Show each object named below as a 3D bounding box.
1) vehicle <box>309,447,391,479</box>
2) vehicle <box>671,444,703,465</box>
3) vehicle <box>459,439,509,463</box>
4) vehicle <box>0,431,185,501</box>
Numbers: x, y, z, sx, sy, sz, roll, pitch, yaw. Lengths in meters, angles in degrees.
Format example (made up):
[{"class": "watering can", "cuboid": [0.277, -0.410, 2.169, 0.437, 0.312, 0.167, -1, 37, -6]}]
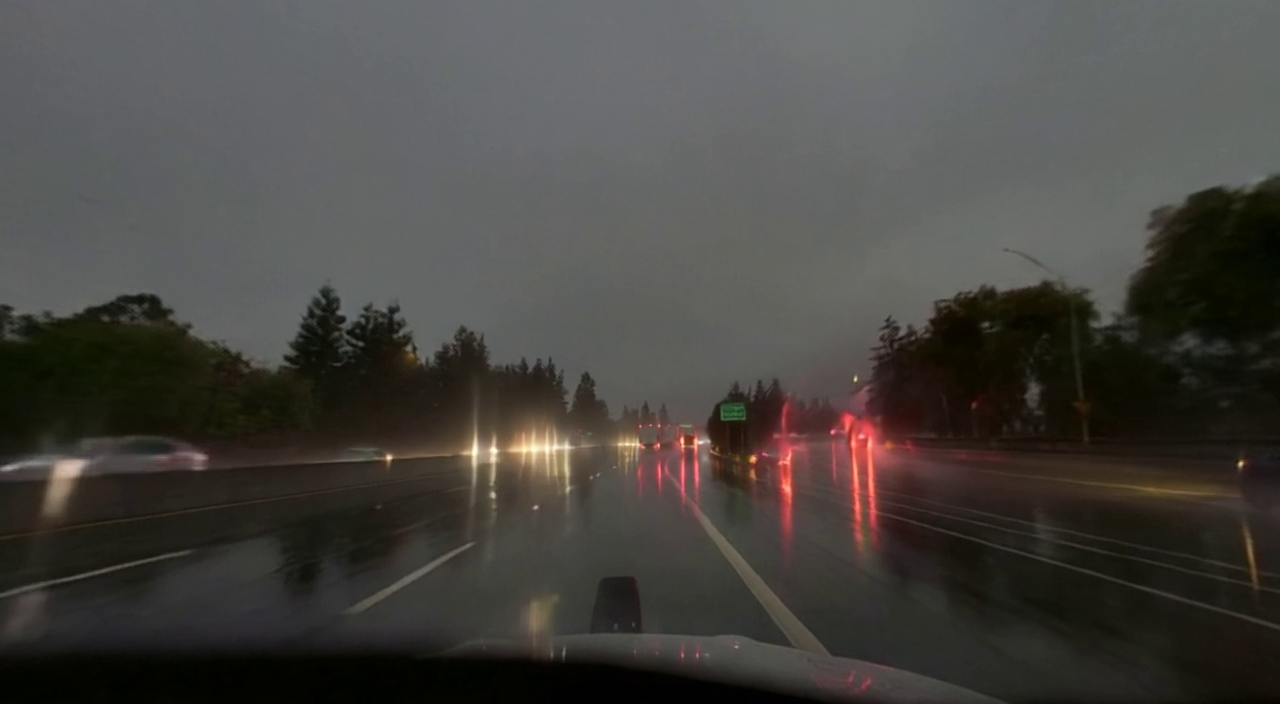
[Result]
[{"class": "vehicle", "cuboid": [-14.525, 5.544, 31.924, 1.830, 1.457, 4.506, -1, -9, 2]}, {"class": "vehicle", "cuboid": [3.444, 7.597, 46.931, 2.069, 1.476, 4.197, 0, -9, 0]}, {"class": "vehicle", "cuboid": [-12.237, 7.835, 49.969, 2.281, 1.743, 5.822, -1, -9, 2]}, {"class": "vehicle", "cuboid": [-16.049, 3.180, 18.031, 2.153, 1.671, 5.278, 0, -9, 1]}]
